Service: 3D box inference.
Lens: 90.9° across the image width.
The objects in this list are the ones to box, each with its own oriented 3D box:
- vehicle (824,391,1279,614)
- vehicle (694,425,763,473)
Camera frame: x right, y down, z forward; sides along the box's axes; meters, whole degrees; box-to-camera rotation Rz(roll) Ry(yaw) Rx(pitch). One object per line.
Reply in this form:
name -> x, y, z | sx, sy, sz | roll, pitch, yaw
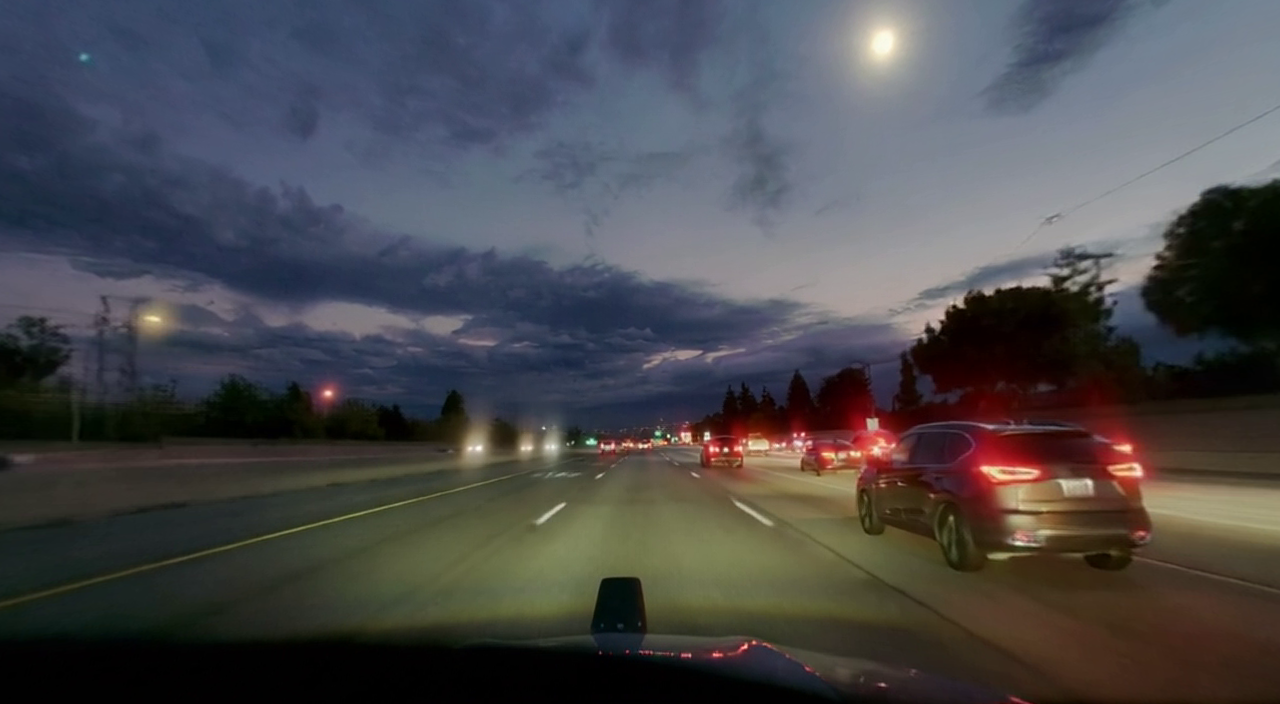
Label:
vehicle -> 3.798, 1.433, 6.991 | 2.146, 1.639, 4.475 | 0, -8, 0
vehicle -> 3.993, 4.525, 29.566 | 2.442, 2.022, 5.466 | 0, -8, 0
